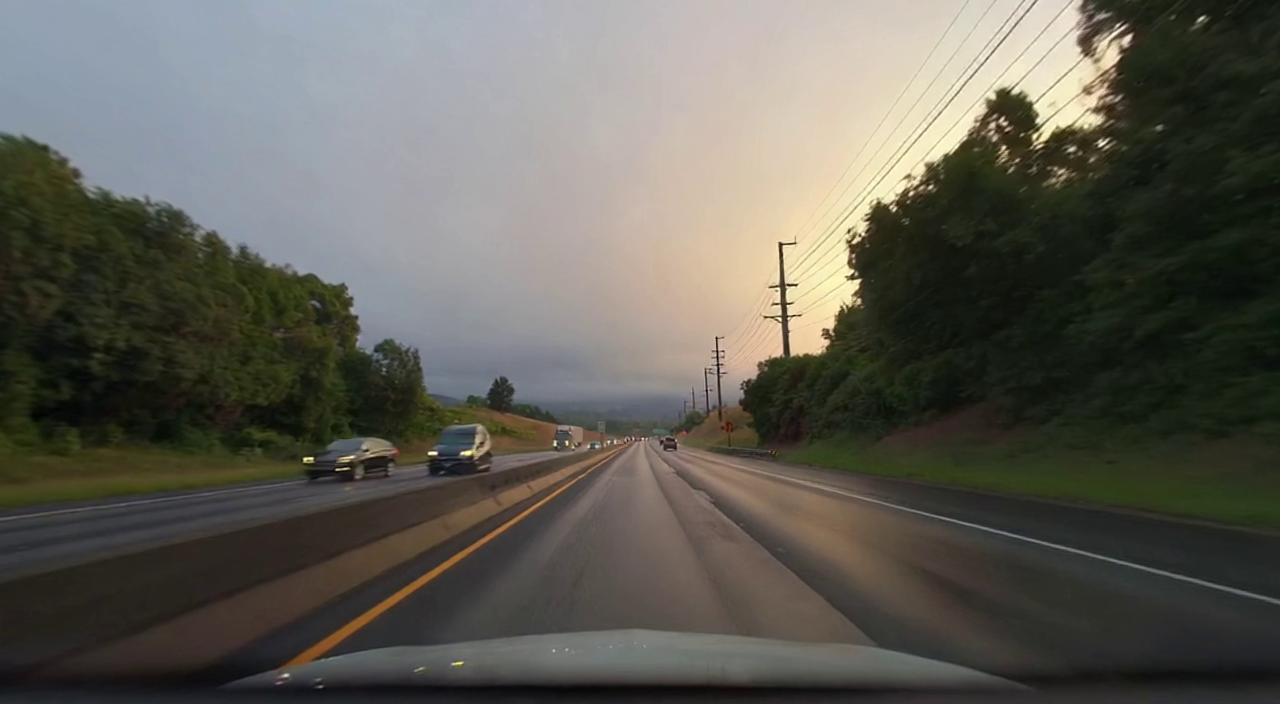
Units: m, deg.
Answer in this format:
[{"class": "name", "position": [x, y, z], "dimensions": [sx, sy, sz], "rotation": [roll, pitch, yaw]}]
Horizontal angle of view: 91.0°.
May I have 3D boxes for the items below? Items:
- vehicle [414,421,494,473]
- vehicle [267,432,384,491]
[{"class": "vehicle", "position": [-7.723, 3.983, 26.599], "dimensions": [1.994, 1.985, 4.524], "rotation": [-1, -8, 0]}, {"class": "vehicle", "position": [-11.119, 3.882, 22.684], "dimensions": [1.922, 1.863, 4.506], "rotation": [0, -8, -1]}]
